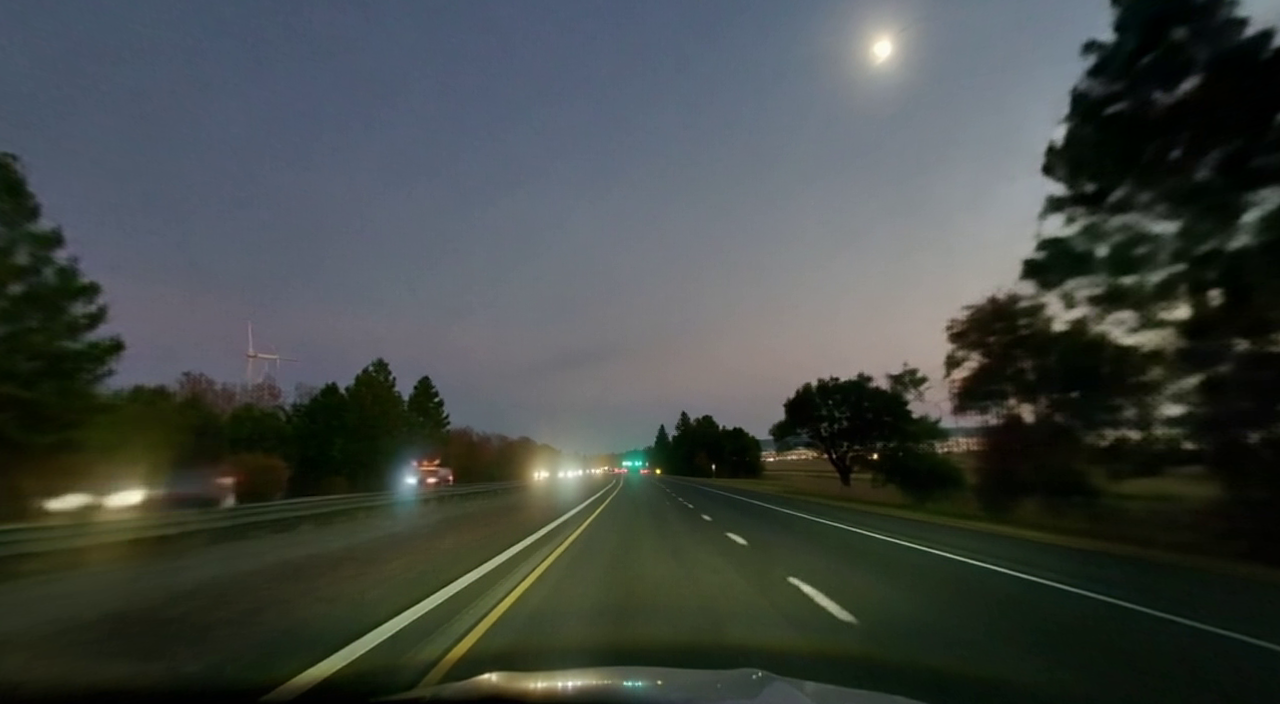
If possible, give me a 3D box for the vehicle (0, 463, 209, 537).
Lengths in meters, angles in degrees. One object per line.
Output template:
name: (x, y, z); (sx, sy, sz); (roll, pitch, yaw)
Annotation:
vehicle: (-13.182, 3.584, 15.682); (1.868, 1.526, 4.154); (1, -11, 0)
